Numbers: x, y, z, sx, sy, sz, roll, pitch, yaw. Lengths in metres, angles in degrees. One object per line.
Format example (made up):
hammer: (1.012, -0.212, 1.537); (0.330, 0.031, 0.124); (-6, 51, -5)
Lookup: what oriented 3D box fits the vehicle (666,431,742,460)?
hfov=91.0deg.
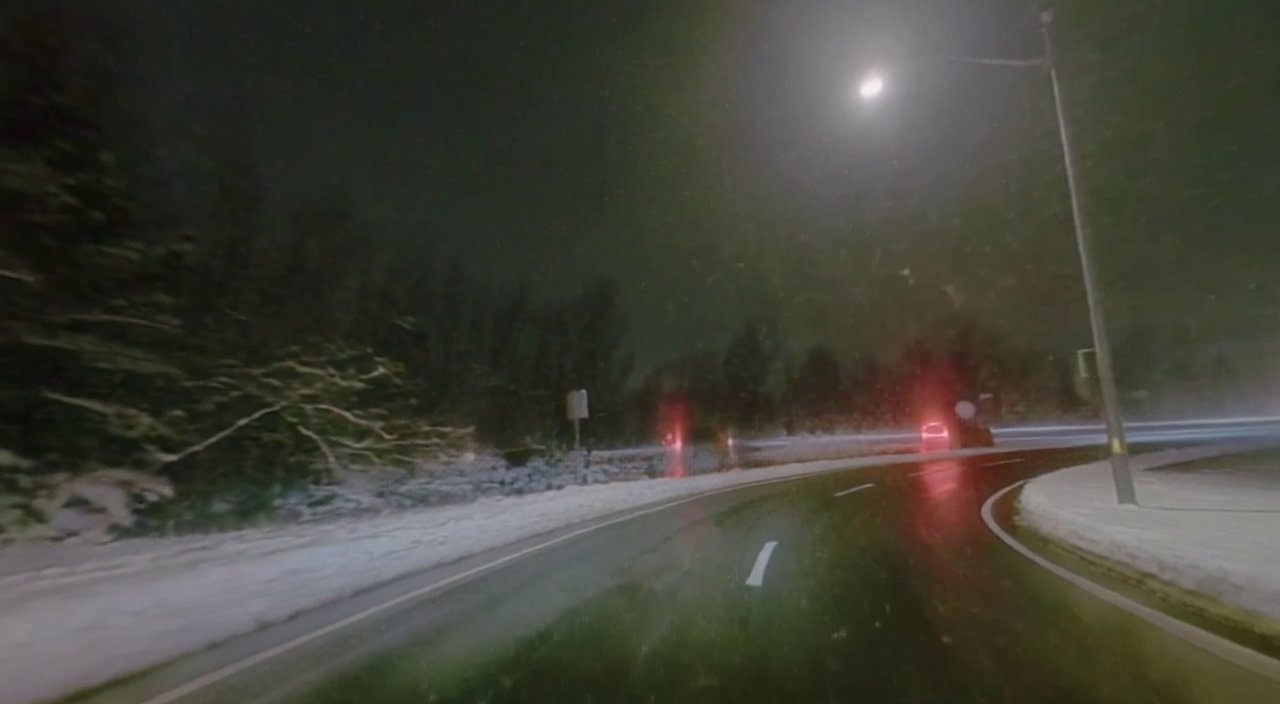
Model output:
vehicle: (3.802, 5.586, 37.614); (3.990, 1.549, 1.971); (2, -12, -20)
